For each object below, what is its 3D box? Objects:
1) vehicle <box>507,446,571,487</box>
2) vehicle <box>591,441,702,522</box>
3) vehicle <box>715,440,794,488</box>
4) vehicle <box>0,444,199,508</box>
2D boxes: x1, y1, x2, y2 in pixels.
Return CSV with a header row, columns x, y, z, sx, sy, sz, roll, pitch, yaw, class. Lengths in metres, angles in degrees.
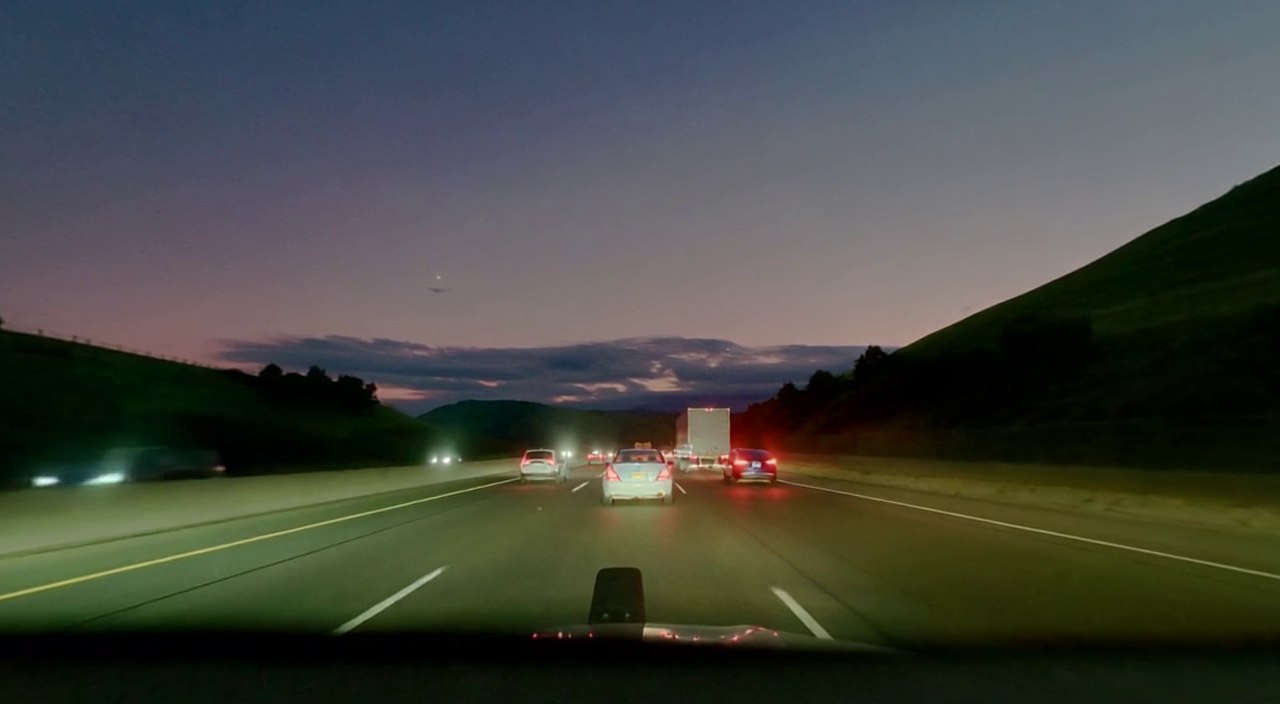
x,y,z,sx,sy,sz,roll,pitch,yaw,class
-3.956,4.537,25.295,1.848,1.486,3.832,-1,-9,2,vehicle
0.121,2.686,13.521,2.041,1.484,3.535,0,-9,0,vehicle
4.101,4.111,23.340,2.029,1.579,4.484,0,-9,-1,vehicle
-15.516,3.496,18.221,1.959,1.574,4.844,0,-9,1,vehicle
